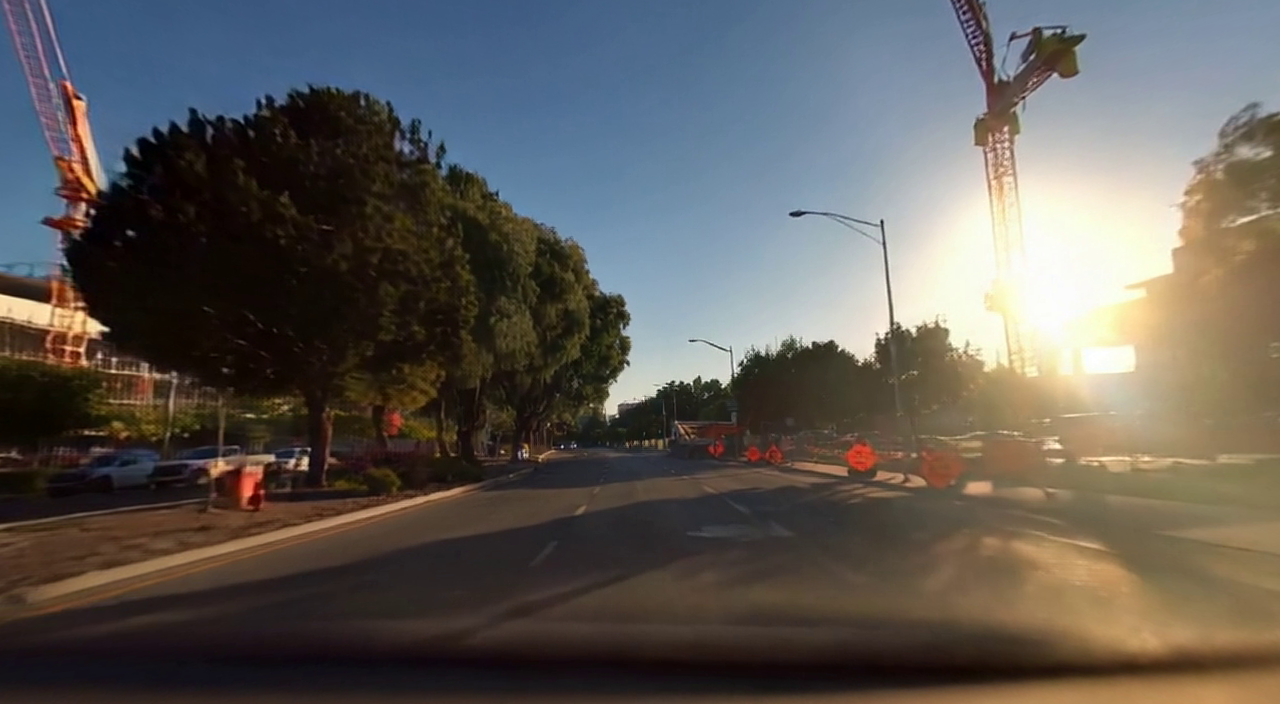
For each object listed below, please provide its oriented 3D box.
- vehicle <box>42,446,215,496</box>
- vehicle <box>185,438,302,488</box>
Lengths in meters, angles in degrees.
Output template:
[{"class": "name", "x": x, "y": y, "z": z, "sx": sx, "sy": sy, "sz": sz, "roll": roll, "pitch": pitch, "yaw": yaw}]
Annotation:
[{"class": "vehicle", "x": -21.825, "y": 5.044, "z": 27.361, "sx": 2.328, "sy": 1.918, "sz": 5.628, "roll": -1, "pitch": -9, "yaw": 7}, {"class": "vehicle", "x": -18.111, "y": 5.045, "z": 29.166, "sx": 2.286, "sy": 2.069, "sz": 5.077, "roll": 0, "pitch": -8, "yaw": -3}]
